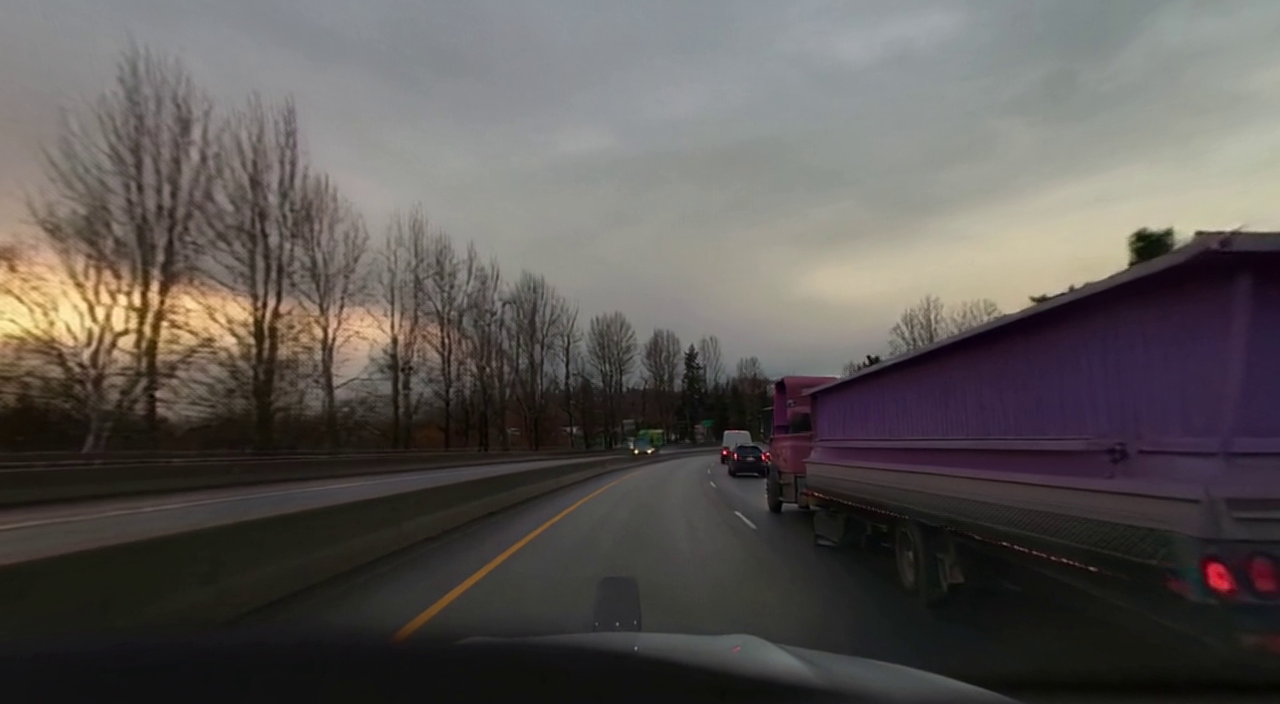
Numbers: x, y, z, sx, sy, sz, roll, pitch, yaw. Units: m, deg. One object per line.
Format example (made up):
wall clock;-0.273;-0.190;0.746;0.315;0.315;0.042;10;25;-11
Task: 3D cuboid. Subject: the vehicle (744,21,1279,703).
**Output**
vehicle;4.081;1.324;9.734;2.916;3.563;14.462;0;-9;2
